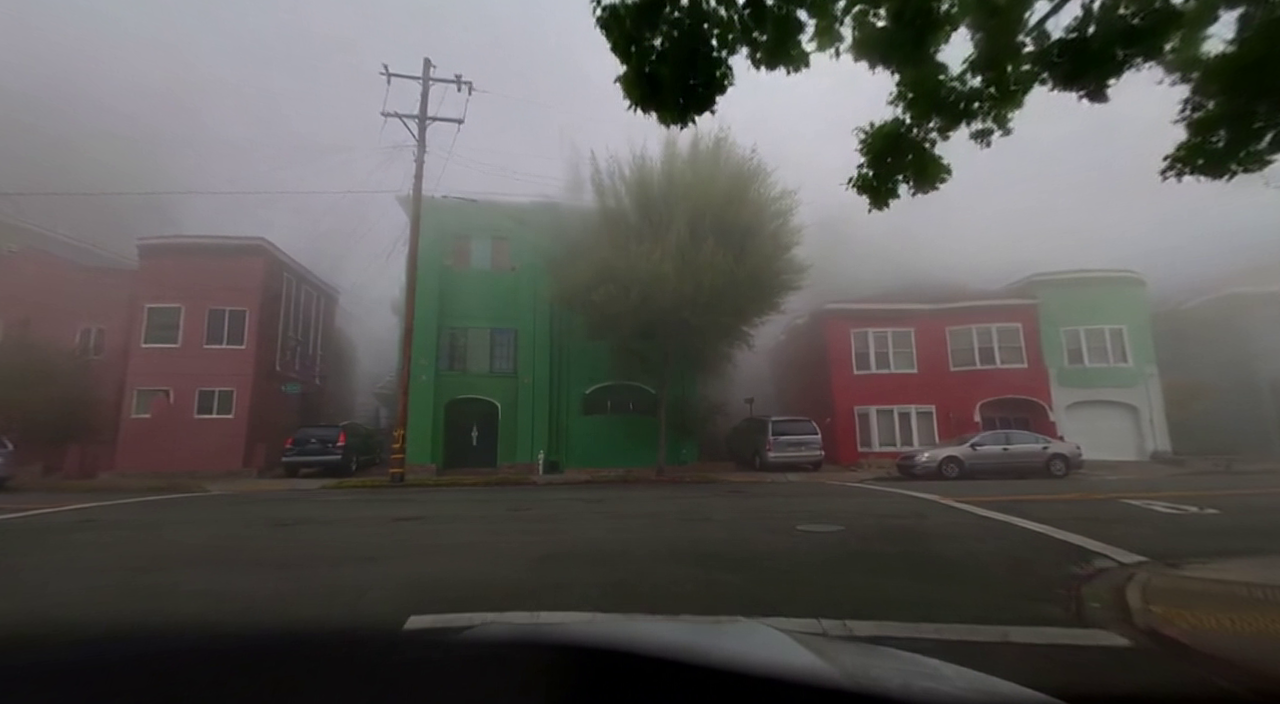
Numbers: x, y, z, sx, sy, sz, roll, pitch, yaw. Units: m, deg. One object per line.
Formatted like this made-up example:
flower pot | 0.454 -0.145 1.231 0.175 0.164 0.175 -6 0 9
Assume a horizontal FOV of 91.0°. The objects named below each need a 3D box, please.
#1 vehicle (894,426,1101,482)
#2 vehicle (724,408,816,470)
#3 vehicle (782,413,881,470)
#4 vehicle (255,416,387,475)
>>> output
vehicle | 10.009 2.902 17.929 4.644 1.482 1.997 0 -9 0
vehicle | 4.336 2.958 21.801 2.081 1.891 4.367 0 -6 -2
vehicle | 6.517 3.118 21.957 2.053 1.756 4.034 0 -8 -2
vehicle | -10.483 3.154 21.184 2.091 1.760 4.760 0 -9 -2
